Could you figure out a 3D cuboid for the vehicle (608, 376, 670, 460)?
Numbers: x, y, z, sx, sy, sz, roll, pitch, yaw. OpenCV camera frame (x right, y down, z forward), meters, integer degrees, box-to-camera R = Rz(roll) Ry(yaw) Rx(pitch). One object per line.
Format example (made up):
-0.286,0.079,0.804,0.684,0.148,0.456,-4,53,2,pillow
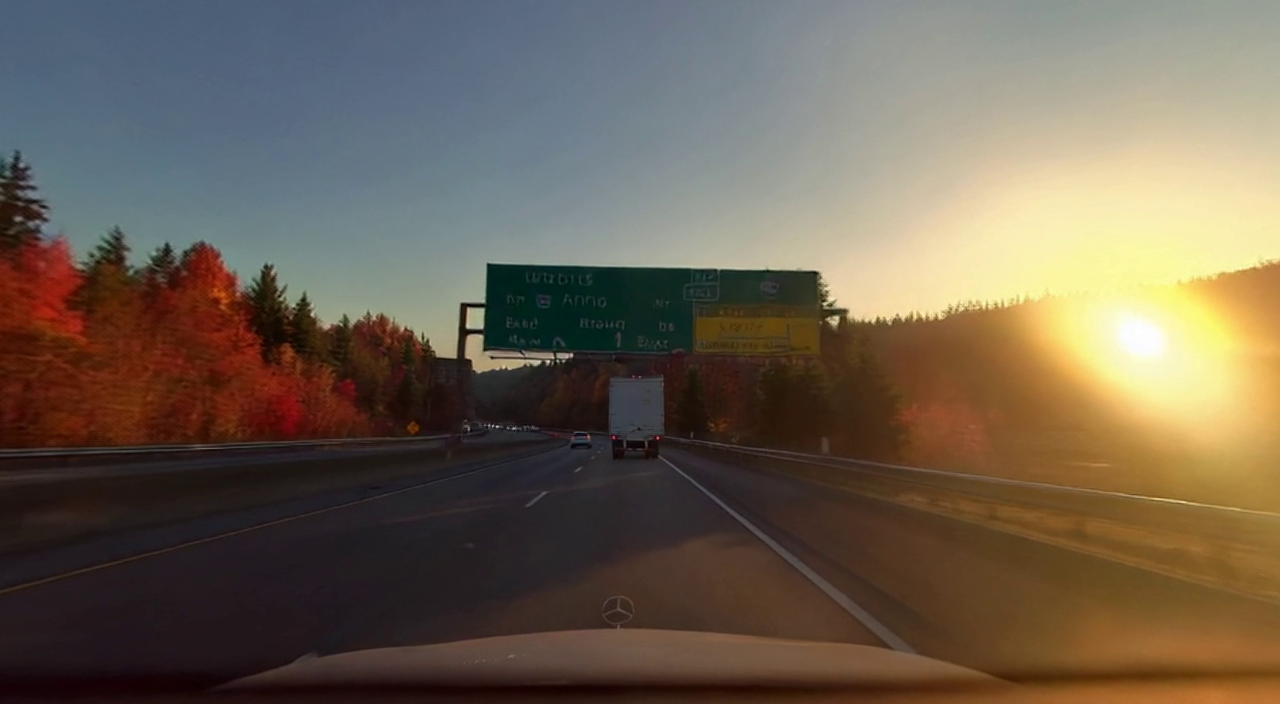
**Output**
-0.224,3.959,36.260,3.013,4.016,11.496,0,-8,-2,vehicle
